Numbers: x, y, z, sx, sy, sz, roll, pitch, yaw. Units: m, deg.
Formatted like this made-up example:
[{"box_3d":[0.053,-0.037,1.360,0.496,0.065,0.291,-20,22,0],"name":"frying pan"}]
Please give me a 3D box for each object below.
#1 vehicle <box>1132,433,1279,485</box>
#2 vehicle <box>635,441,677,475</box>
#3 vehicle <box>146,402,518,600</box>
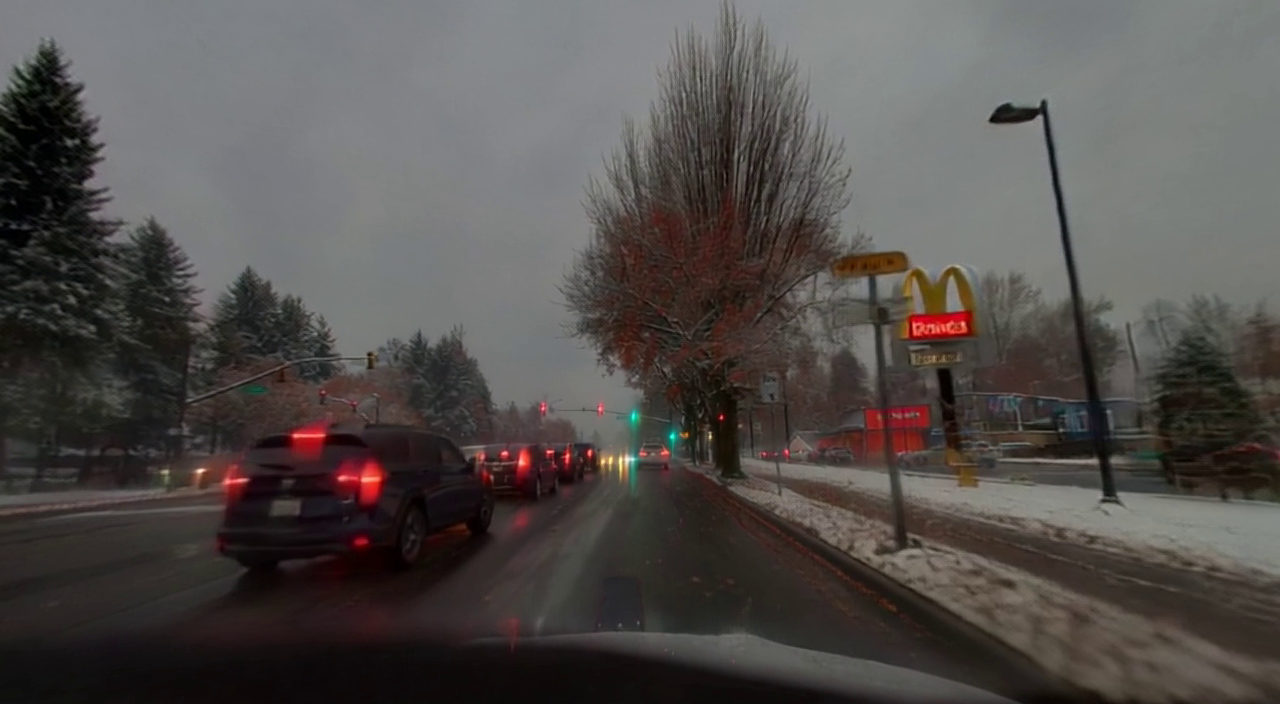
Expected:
[{"box_3d":[20.523,3.820,22.810,1.917,1.675,4.450,0,-8,3],"name":"vehicle"},{"box_3d":[0.829,5.641,33.806,2.144,1.704,4.028,0,-8,1],"name":"vehicle"},{"box_3d":[-3.095,1.613,7.721,2.165,1.663,4.513,0,-9,1],"name":"vehicle"}]
